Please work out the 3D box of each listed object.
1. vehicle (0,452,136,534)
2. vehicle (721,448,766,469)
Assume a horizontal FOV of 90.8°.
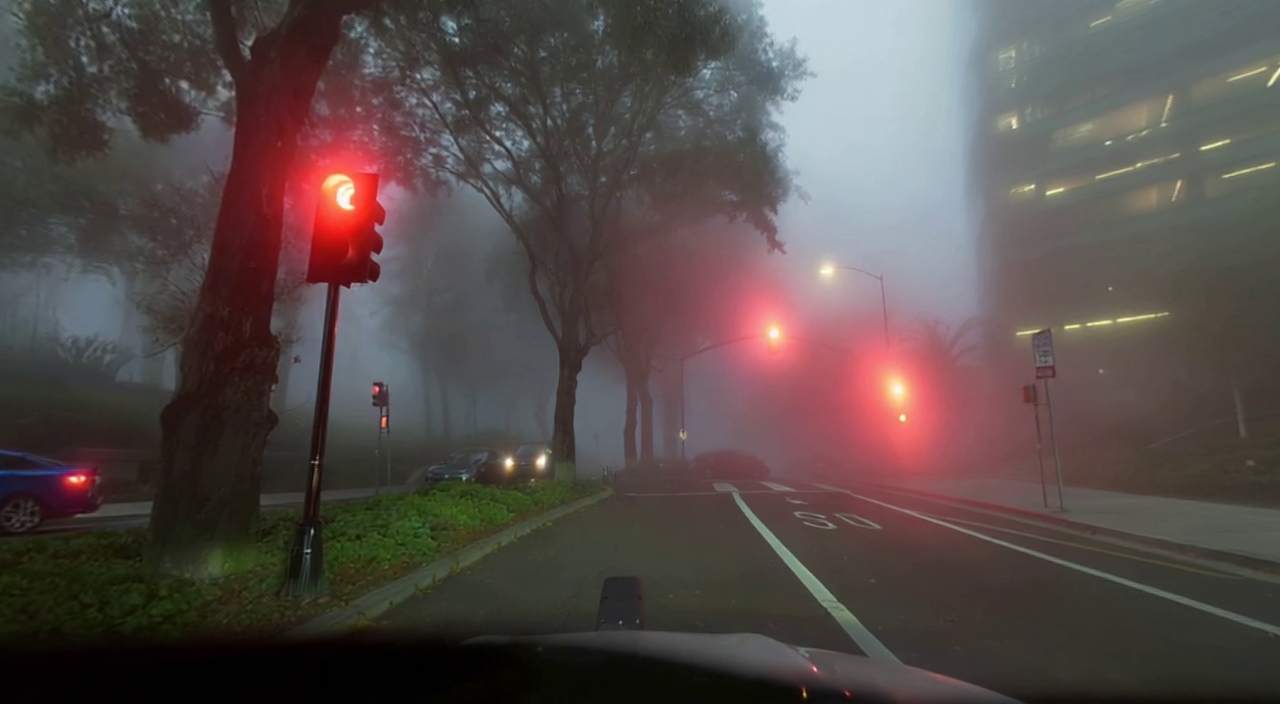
[{"bbox_3d":[-12.855,2.713,12.266,4.598,1.490,1.816,7,-11,-40],"label":"vehicle"},{"bbox_3d":[7.866,8.123,48.408,1.829,1.440,4.384,2,-9,-14],"label":"vehicle"}]
